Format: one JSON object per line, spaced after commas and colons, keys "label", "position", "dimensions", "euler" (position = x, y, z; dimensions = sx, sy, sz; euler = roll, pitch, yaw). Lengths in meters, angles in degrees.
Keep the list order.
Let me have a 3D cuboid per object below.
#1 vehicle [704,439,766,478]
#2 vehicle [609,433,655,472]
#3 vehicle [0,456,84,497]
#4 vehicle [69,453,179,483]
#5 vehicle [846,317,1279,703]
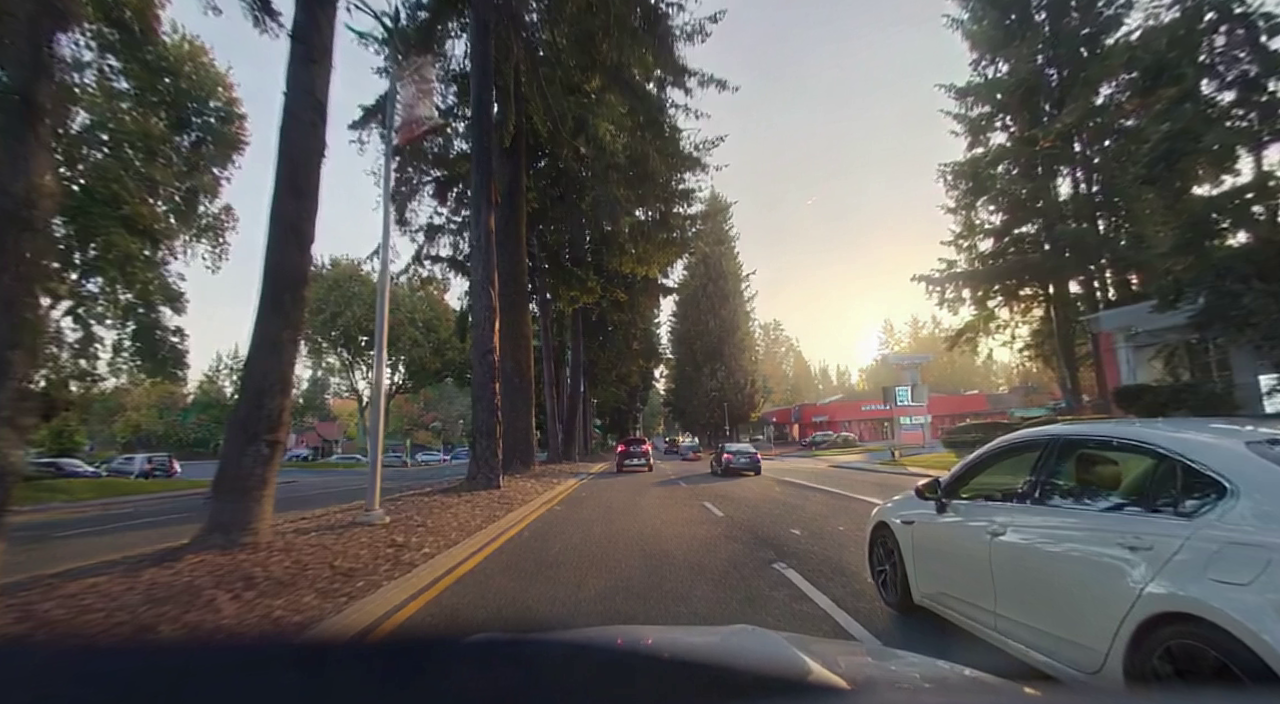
{"label": "vehicle", "position": [3.775, 4.303, 25.843], "dimensions": [1.883, 1.452, 4.258], "euler": [0, -8, 0]}
{"label": "vehicle", "position": [-0.377, 4.939, 31.248], "dimensions": [2.106, 1.798, 4.168], "euler": [0, -8, 0]}
{"label": "vehicle", "position": [-28.476, 5.668, 28.949], "dimensions": [1.973, 1.659, 4.397], "euler": [0, -8, -2]}
{"label": "vehicle", "position": [-30.876, 6.908, 37.882], "dimensions": [4.678, 1.692, 2.118], "euler": [0, -8, 0]}
{"label": "vehicle", "position": [2.993, 0.959, 3.466], "dimensions": [2.153, 1.658, 4.485], "euler": [0, -8, -1]}
